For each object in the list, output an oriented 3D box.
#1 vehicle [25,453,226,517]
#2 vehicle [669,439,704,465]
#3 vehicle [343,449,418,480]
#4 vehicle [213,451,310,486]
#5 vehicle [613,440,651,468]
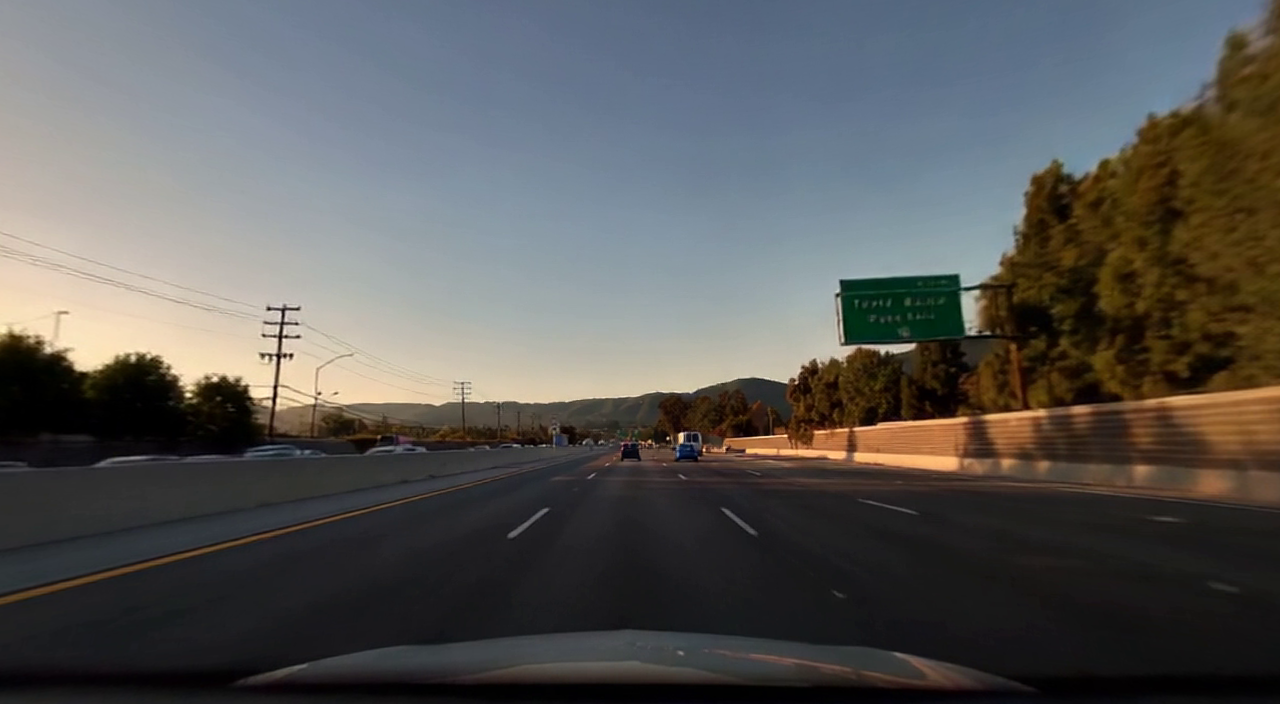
[{"bbox_3d":[-13.571,3.485,17.093,1.848,1.457,4.283,0,-9,-1],"label":"vehicle"},{"bbox_3d":[3.324,7.264,45.951,2.036,1.796,4.470,0,-9,-2],"label":"vehicle"},{"bbox_3d":[-13.565,5.866,33.314,1.969,1.481,4.595,0,-9,0],"label":"vehicle"},{"bbox_3d":[-21.449,6.590,36.189,2.125,1.793,5.662,0,-9,-1],"label":"vehicle"},{"bbox_3d":[-0.533,6.639,41.416,2.325,1.712,4.592,0,-9,-1],"label":"vehicle"}]
